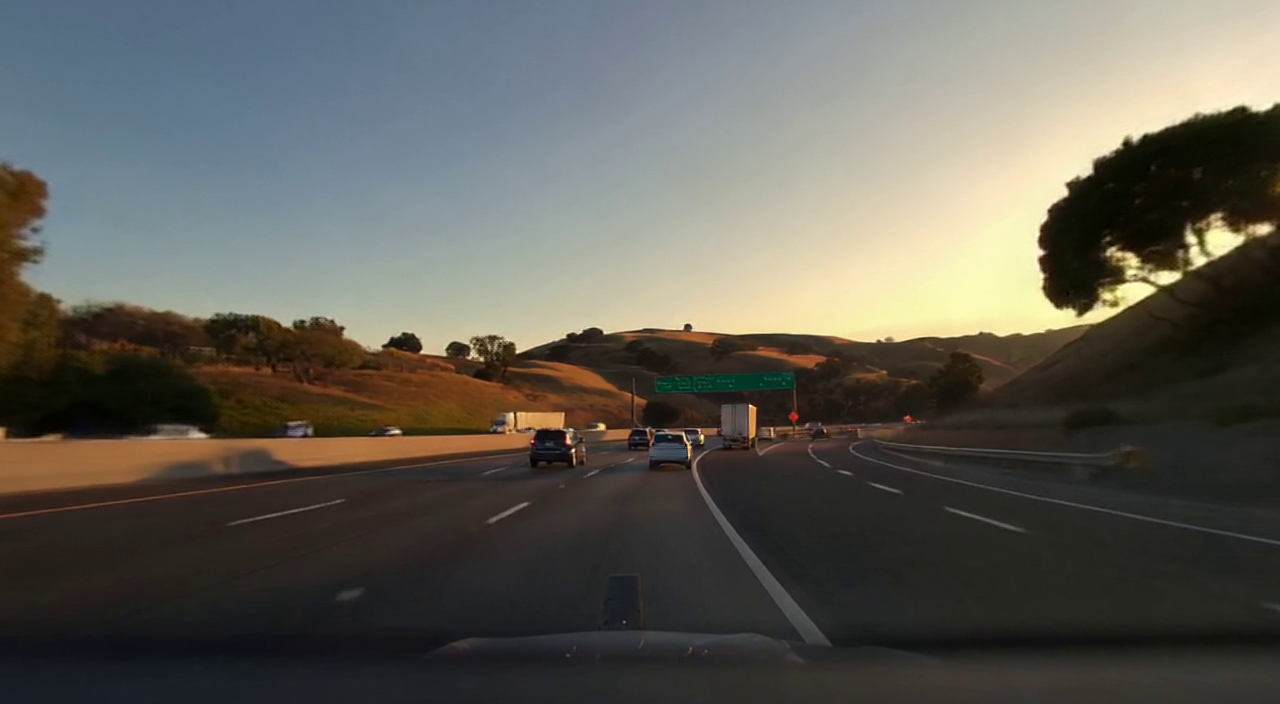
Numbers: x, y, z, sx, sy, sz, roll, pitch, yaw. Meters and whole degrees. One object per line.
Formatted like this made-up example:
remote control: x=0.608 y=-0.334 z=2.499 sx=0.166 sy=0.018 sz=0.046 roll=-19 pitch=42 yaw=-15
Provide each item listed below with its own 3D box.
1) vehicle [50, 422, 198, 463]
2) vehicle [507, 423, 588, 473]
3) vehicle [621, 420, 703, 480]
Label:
vehicle: x=-20.940 y=3.720 z=25.923 sx=1.936 sy=1.499 sz=4.651 roll=-1 pitch=-8 yaw=5
vehicle: x=-3.384 y=3.627 z=24.019 sx=2.077 sy=1.712 sz=4.406 roll=-1 pitch=-8 yaw=5
vehicle: x=0.832 y=3.315 z=21.568 sx=2.484 sy=1.820 sz=4.497 roll=-1 pitch=-8 yaw=4
